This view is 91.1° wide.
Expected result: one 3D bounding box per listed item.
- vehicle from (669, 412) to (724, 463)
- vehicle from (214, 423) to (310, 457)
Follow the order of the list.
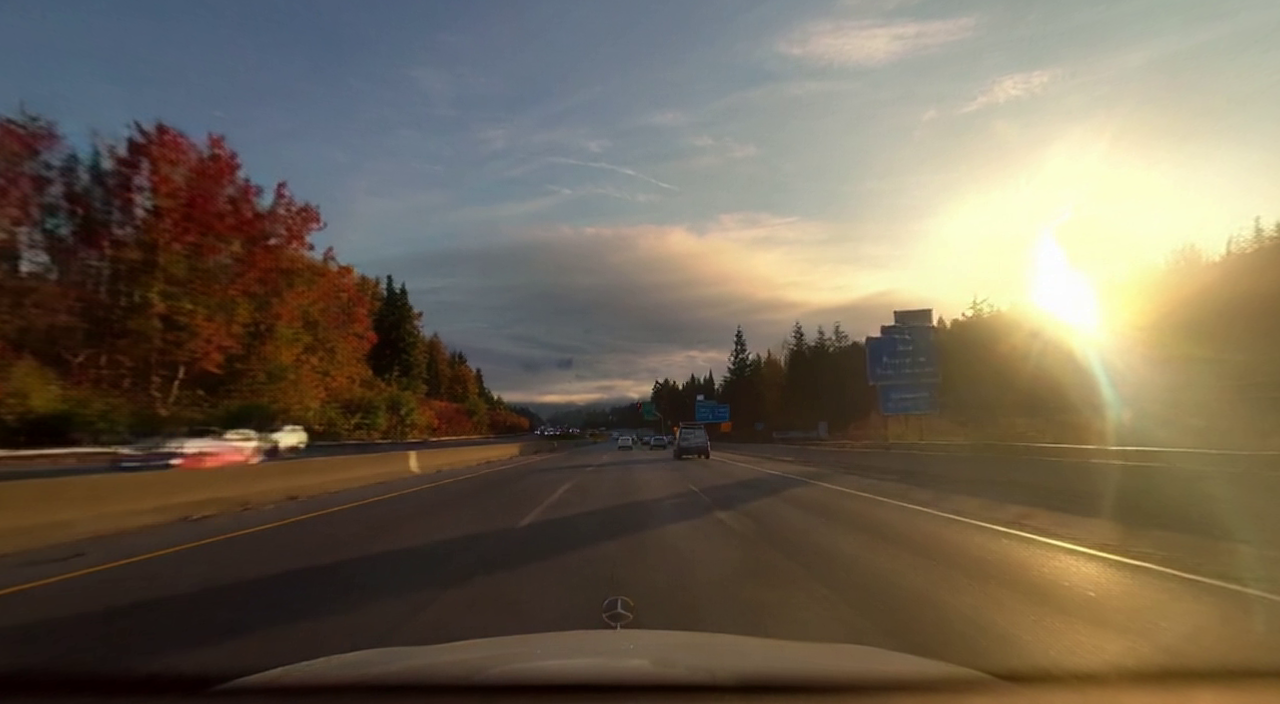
[{"bbox_3d":[3.009,4.771,35.095,2.411,2.614,5.781,0,-8,-1],"label":"vehicle"},{"bbox_3d":[-19.997,4.679,33.587,1.934,1.639,5.343,0,-8,-1],"label":"vehicle"}]
